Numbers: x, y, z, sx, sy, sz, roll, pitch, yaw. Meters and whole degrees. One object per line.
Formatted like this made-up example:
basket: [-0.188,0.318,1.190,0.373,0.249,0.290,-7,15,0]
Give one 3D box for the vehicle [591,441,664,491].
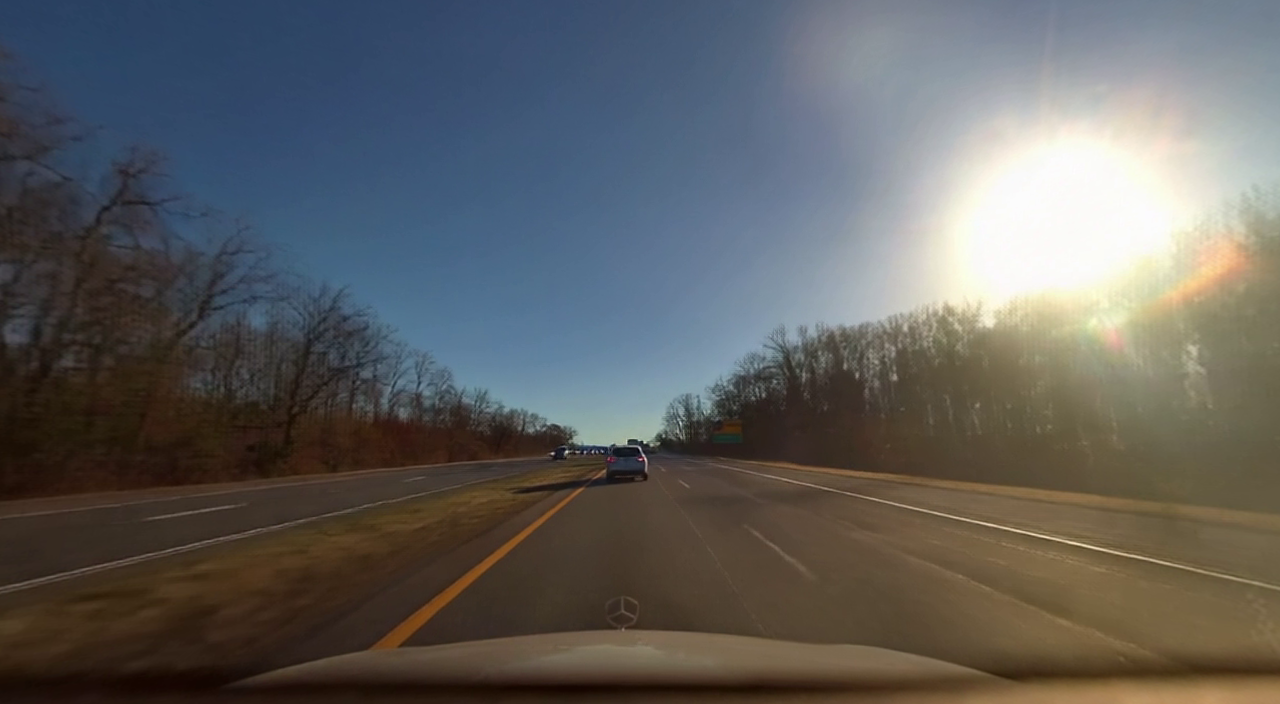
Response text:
vehicle: [-0.436,3.811,21.263,2.244,1.506,4.097,0,-9,-1]
